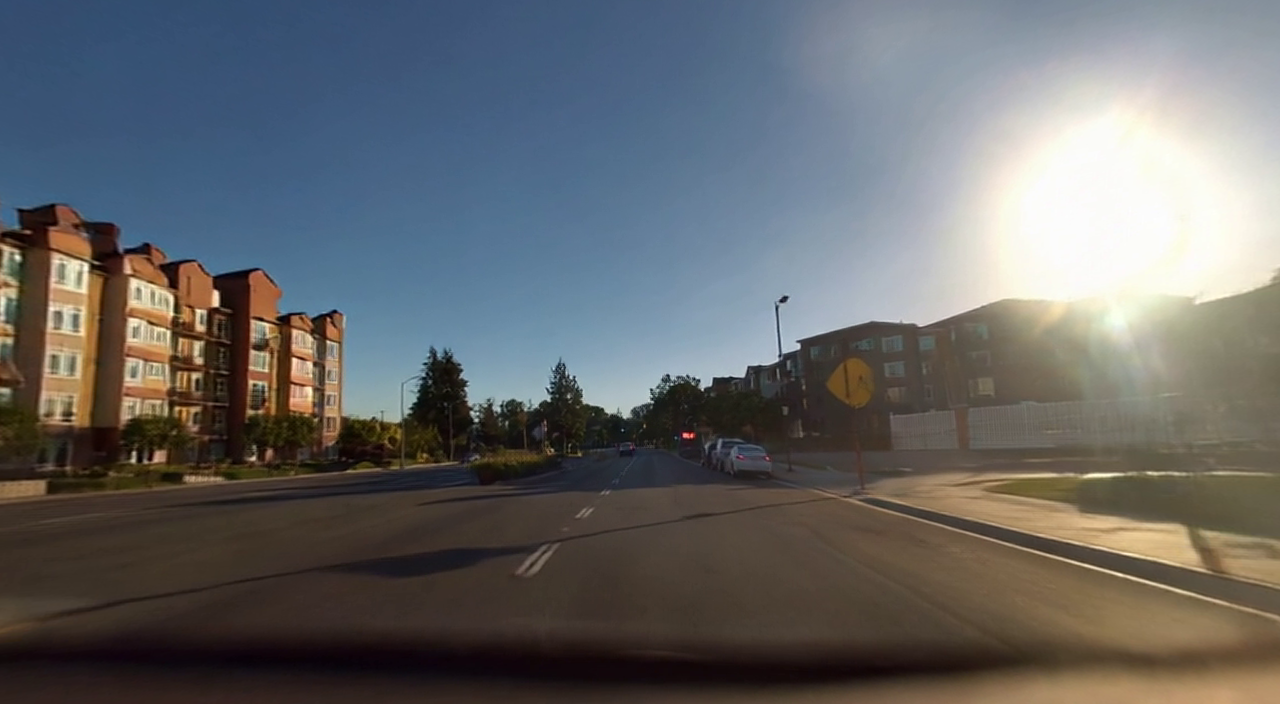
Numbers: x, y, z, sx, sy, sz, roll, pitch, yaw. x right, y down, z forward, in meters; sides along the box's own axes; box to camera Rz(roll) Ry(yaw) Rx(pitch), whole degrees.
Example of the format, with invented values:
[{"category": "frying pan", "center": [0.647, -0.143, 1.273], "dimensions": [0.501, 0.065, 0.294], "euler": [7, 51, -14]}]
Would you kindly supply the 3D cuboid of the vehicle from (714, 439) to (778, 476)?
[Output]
[{"category": "vehicle", "center": [4.725, 4.780, 28.857], "dimensions": [2.085, 1.509, 5.134], "euler": [0, -8, 1]}]
